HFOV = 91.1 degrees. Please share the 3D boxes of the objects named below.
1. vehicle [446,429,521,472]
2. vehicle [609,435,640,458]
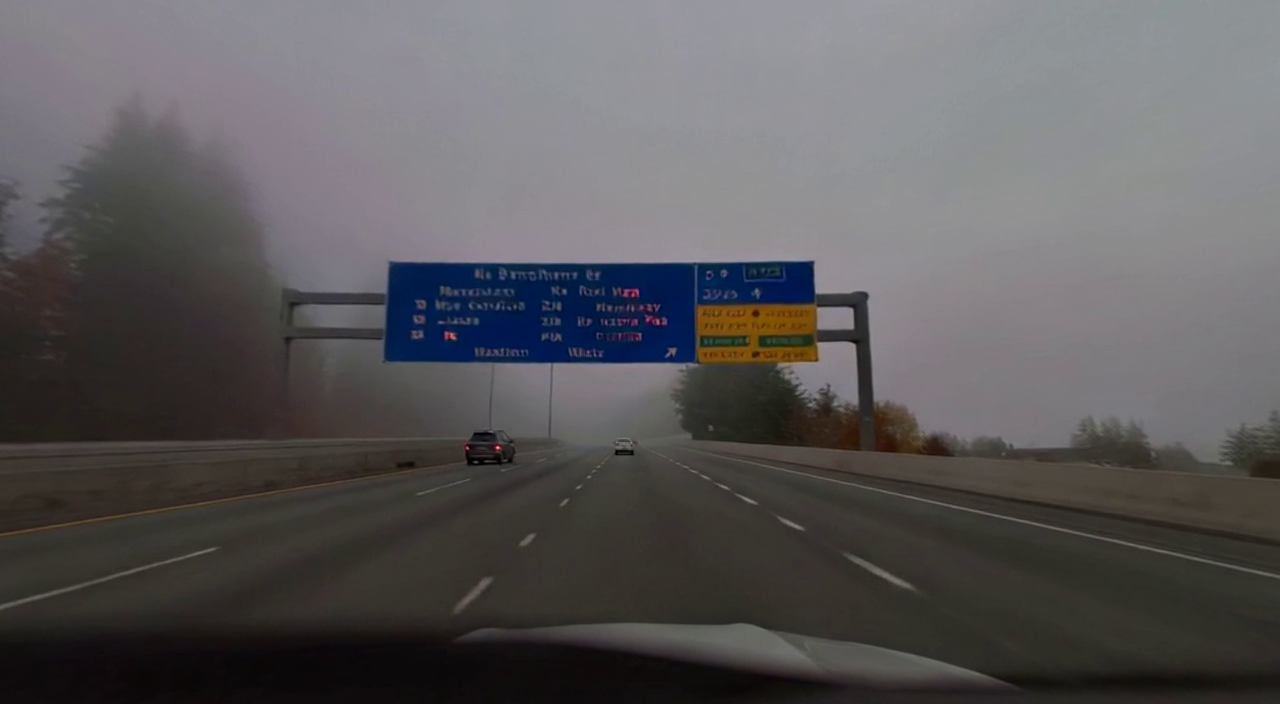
[{"bbox_3d":[-6.667,4.230,27.393,2.111,1.689,4.505,0,-8,0],"label":"vehicle"},{"bbox_3d":[-1.048,6.417,42.900,2.010,1.534,4.013,0,-8,-1],"label":"vehicle"}]
